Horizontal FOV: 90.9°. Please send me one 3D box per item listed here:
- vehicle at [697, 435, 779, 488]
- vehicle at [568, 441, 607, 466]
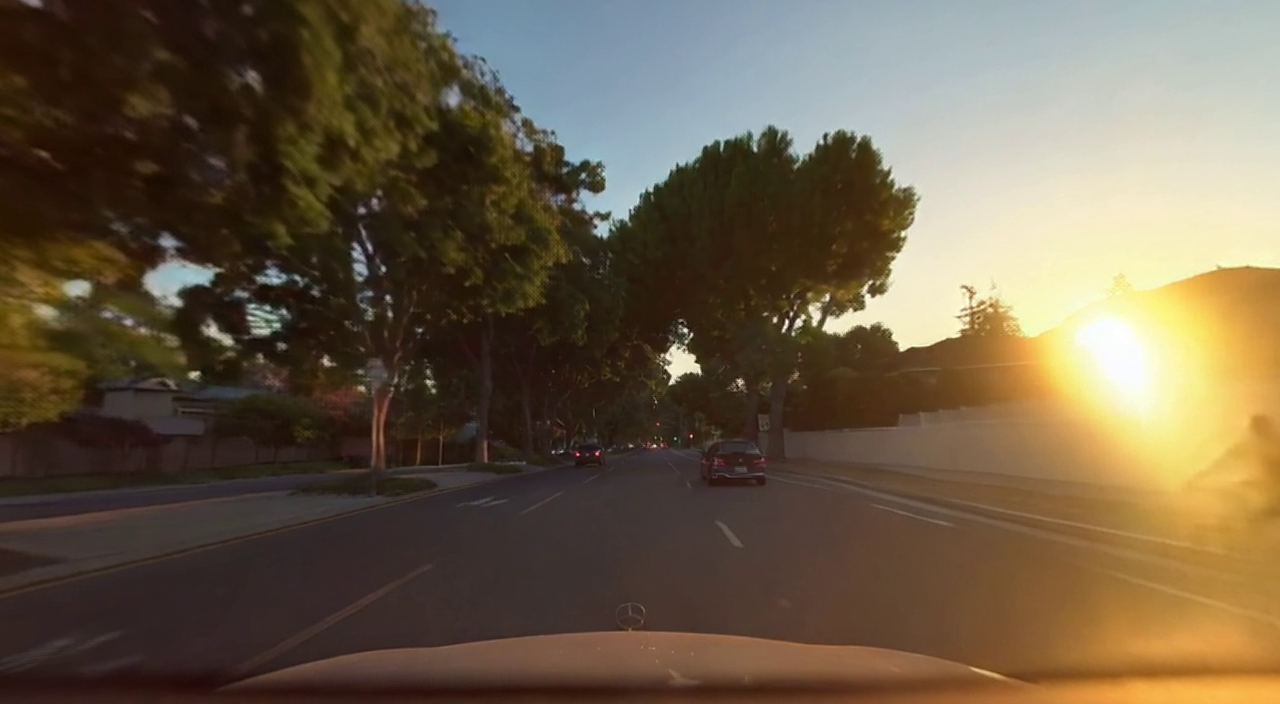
[{"bbox_3d":[3.037,3.516,20.524,1.992,1.511,4.464,0,-9,0],"label":"vehicle"},{"bbox_3d":[-3.274,6.494,40.288,2.011,1.480,4.517,0,-9,1],"label":"vehicle"}]
